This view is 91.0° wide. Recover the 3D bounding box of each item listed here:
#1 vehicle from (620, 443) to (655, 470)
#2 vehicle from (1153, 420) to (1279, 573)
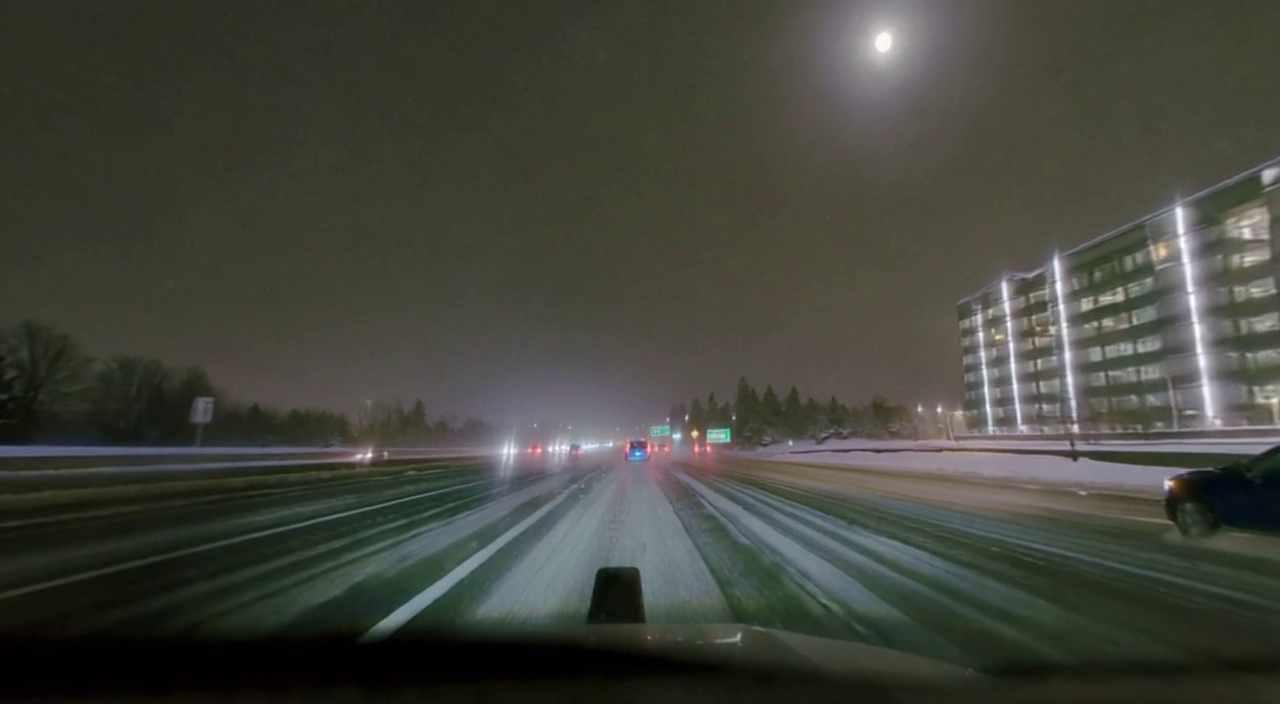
[{"bbox_3d":[-0.158,6.305,38.202,2.036,1.542,3.891,0,-8,0],"label":"vehicle"},{"bbox_3d":[7.329,1.300,5.333,1.937,1.498,4.710,0,-8,-1],"label":"vehicle"}]
